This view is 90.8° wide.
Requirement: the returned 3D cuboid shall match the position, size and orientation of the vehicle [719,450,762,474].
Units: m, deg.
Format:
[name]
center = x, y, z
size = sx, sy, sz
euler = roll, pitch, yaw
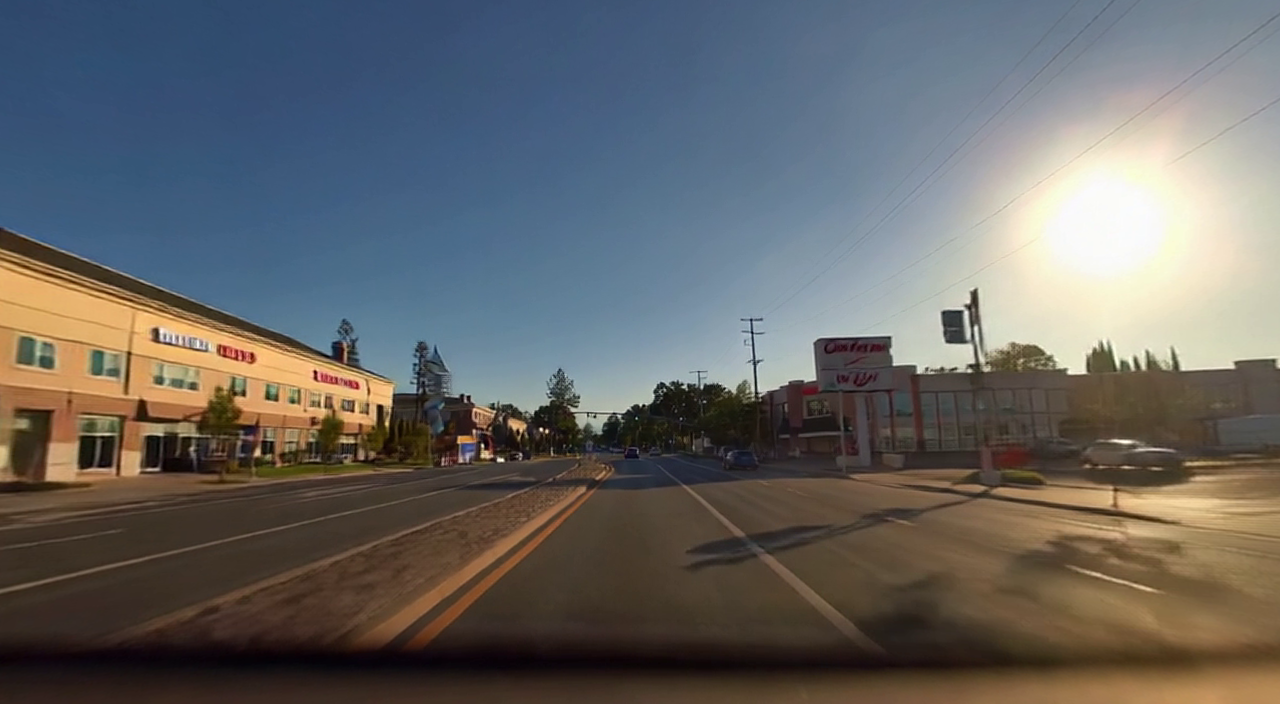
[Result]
[vehicle]
center = 6.365, 7.014, 40.503
size = 1.916, 1.437, 4.327
euler = 0, -9, -2
